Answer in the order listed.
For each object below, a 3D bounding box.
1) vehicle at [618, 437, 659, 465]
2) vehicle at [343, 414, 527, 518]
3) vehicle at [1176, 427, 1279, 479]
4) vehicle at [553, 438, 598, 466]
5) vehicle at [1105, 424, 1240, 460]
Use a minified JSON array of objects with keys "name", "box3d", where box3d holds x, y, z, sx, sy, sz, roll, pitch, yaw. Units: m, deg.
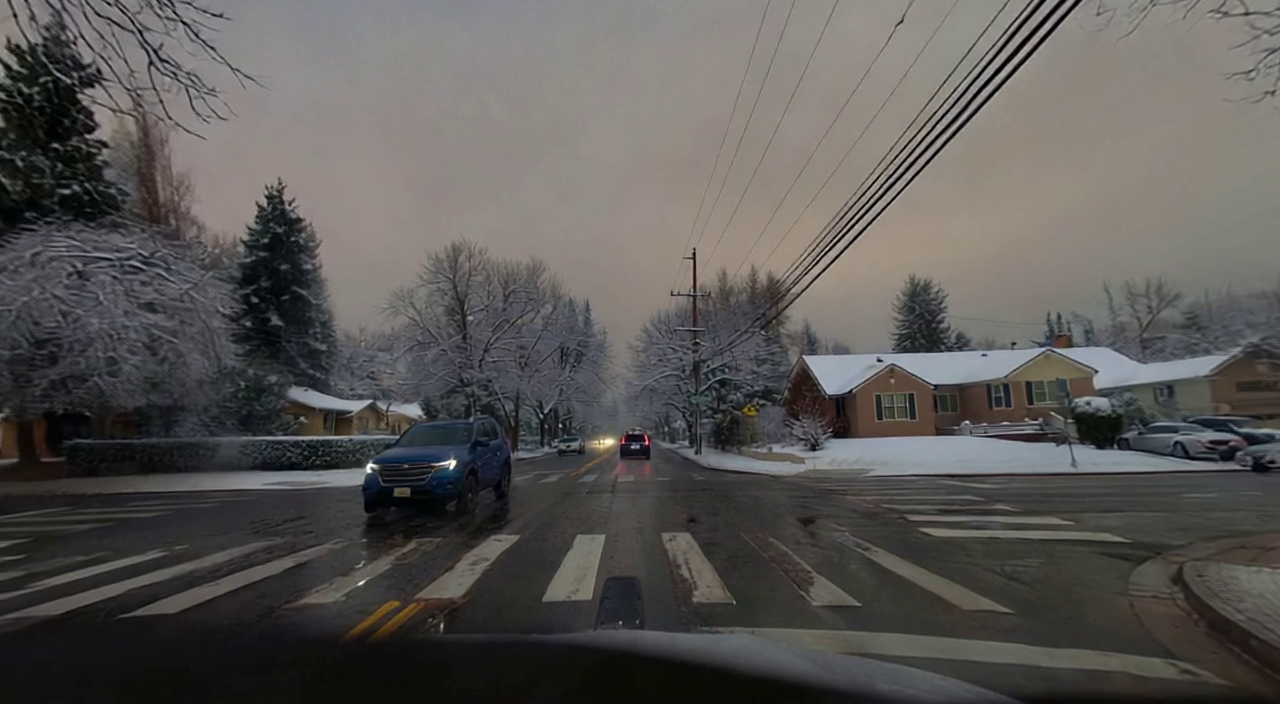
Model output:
[{"name":"vehicle","box3d":[-0.128,5.619,35.999,2.209,1.501,4.208,0,-9,-1]},{"name":"vehicle","box3d":[-3.923,2.298,13.179,2.330,1.768,4.553,0,-9,0]},{"name":"vehicle","box3d":[19.088,2.940,18.434,2.053,1.472,4.915,2,-9,-11]},{"name":"vehicle","box3d":[-3.609,5.706,36.094,2.102,1.463,4.024,0,-9,1]},{"name":"vehicle","box3d":[23.418,4.014,28.087,1.841,1.448,4.688,0,-9,-1]}]
